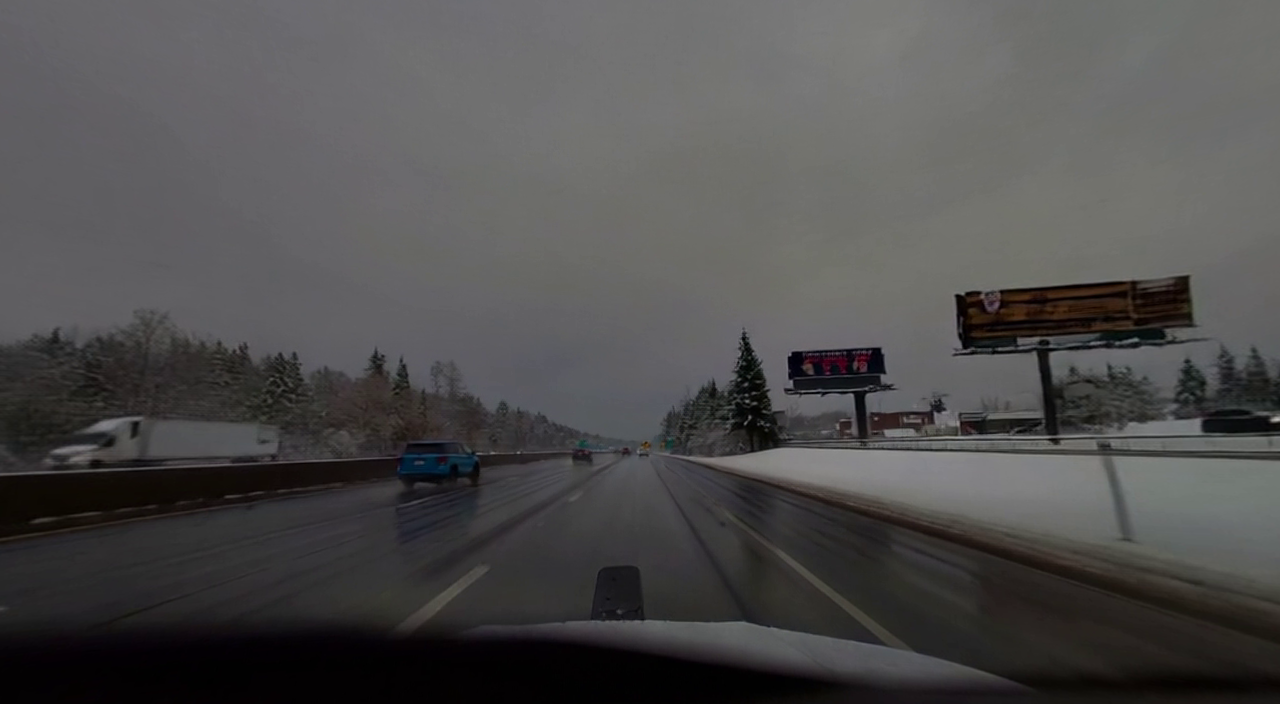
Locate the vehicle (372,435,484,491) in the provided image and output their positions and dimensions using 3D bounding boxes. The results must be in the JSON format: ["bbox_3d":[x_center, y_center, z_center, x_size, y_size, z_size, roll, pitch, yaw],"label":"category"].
[{"bbox_3d":[-7.036,3.731,21.527,2.055,1.683,4.804,0,-9,1],"label":"vehicle"}]

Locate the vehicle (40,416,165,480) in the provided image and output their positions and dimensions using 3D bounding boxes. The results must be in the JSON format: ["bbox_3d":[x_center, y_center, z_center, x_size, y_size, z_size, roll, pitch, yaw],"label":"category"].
[{"bbox_3d":[-36.266,6.531,42.835,2.964,4.002,5.934,0,-9,0],"label":"vehicle"}]
